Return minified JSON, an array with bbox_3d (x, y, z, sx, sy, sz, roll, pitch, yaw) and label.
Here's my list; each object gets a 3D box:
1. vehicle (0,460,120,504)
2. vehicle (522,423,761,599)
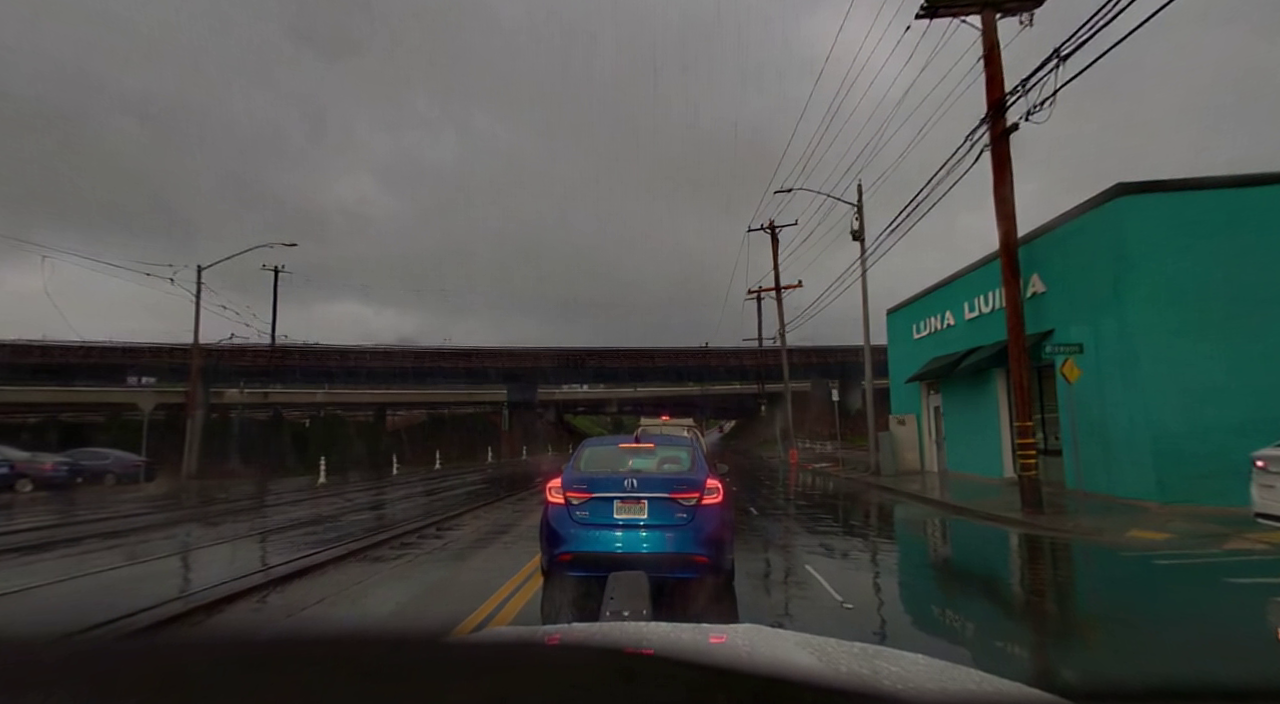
[{"bbox_3d":[-21.923,4.676,22.850,4.566,1.453,1.935,-1,-9,5],"label":"vehicle"},{"bbox_3d":[0.095,1.706,7.619,2.090,1.518,4.033,-1,-9,3],"label":"vehicle"}]
